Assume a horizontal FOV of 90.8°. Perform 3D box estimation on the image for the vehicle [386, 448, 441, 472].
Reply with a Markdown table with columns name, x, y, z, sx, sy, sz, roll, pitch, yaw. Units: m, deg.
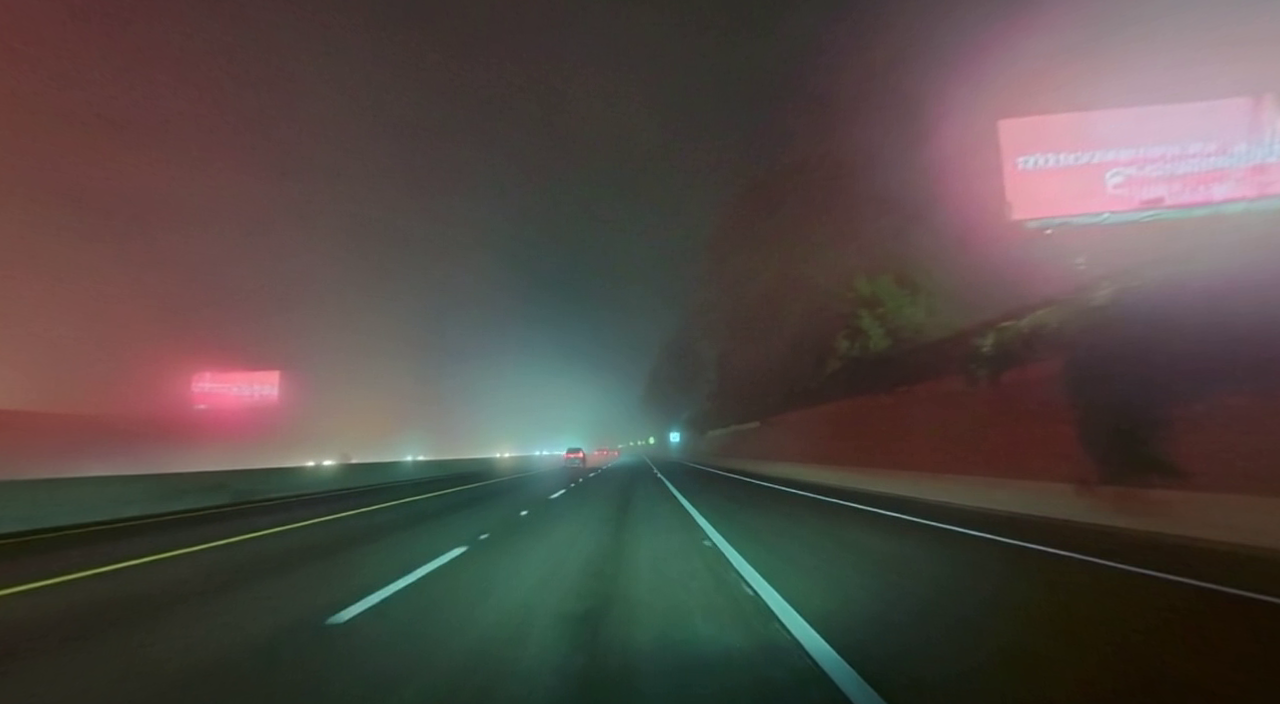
| name | x | y | z | sx | sy | sz | roll | pitch | yaw |
| --- | --- | --- | --- | --- | --- | --- | --- | --- | --- |
| vehicle | -15.914 | 7.599 | 44.690 | 2.260 | 1.515 | 4.498 | 0 | -8 | 0 |

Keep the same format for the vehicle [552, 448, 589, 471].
| name | x | y | z | sx | sy | sz | roll | pitch | yaw |
| --- | --- | --- | --- | --- | --- | --- | --- | --- | --- |
| vehicle | -4.764 | 7.423 | 43.885 | 2.078 | 1.457 | 4.648 | 0 | -8 | 0 |

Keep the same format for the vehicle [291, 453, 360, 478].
| name | x | y | z | sx | sy | sz | roll | pitch | yaw |
| --- | --- | --- | --- | --- | --- | --- | --- | --- | --- |
| vehicle | -18.754 | 6.762 | 37.914 | 1.988 | 1.328 | 4.244 | 0 | -9 | 0 |
